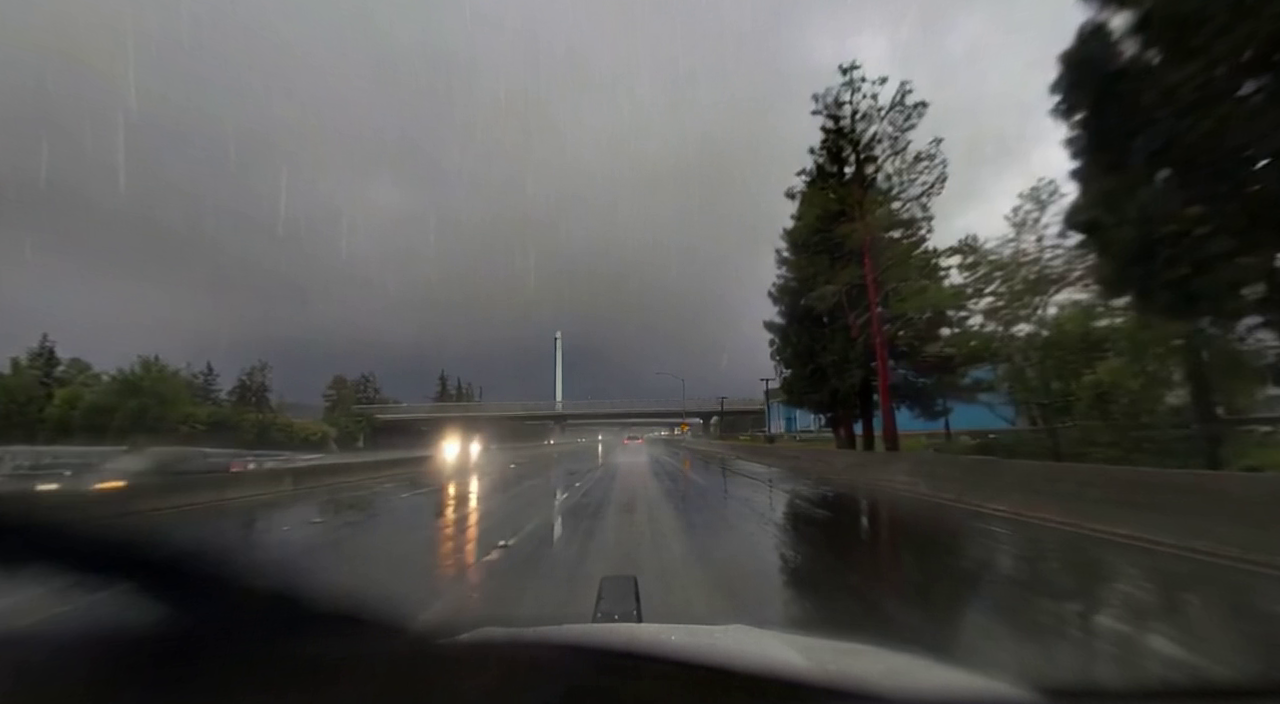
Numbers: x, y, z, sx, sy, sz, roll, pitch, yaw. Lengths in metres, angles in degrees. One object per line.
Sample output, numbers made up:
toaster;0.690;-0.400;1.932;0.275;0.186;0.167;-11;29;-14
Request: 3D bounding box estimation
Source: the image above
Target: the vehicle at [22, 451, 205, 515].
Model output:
vehicle;-14.949;3.689;18.212;1.929;1.462;3.936;-3;-8;-1
